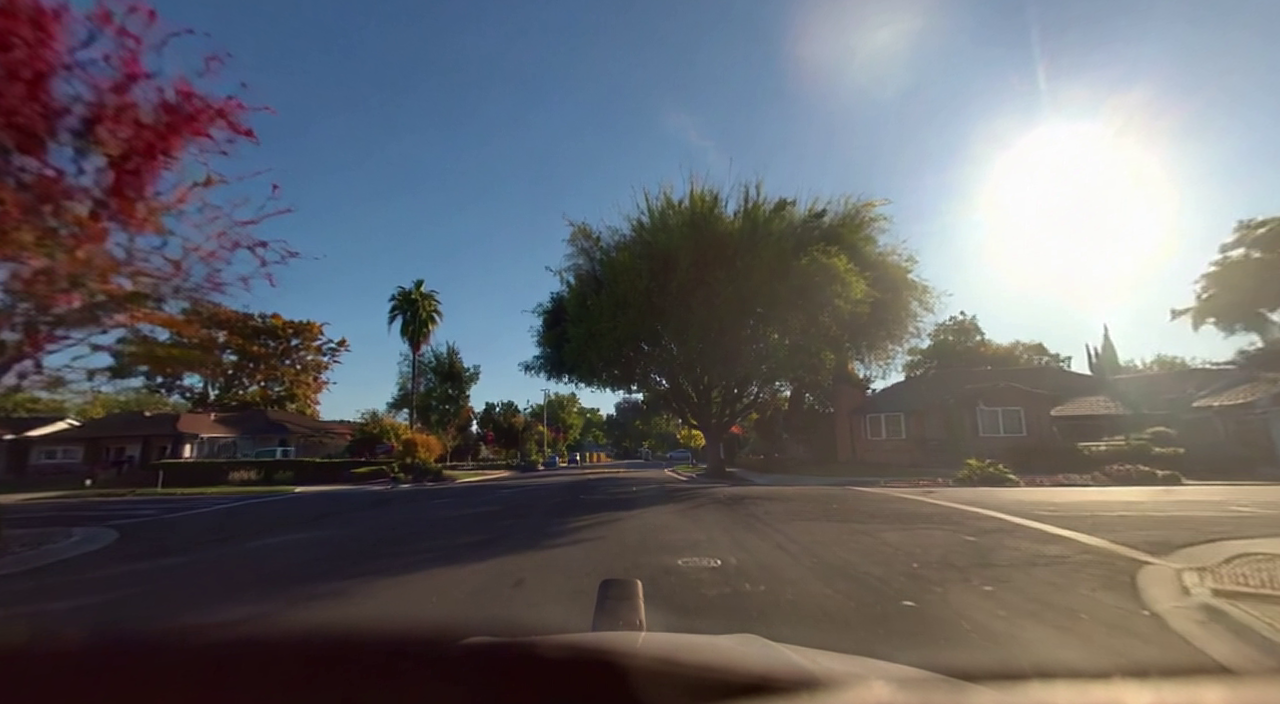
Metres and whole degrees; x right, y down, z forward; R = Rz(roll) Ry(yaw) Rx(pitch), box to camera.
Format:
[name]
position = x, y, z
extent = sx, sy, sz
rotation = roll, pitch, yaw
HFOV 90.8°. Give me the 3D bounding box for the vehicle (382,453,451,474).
[vehicle]
position = -16.452, 8.227, 46.671
extent = 4.358, 1.516, 2.077
rotation = 1, -9, -4
